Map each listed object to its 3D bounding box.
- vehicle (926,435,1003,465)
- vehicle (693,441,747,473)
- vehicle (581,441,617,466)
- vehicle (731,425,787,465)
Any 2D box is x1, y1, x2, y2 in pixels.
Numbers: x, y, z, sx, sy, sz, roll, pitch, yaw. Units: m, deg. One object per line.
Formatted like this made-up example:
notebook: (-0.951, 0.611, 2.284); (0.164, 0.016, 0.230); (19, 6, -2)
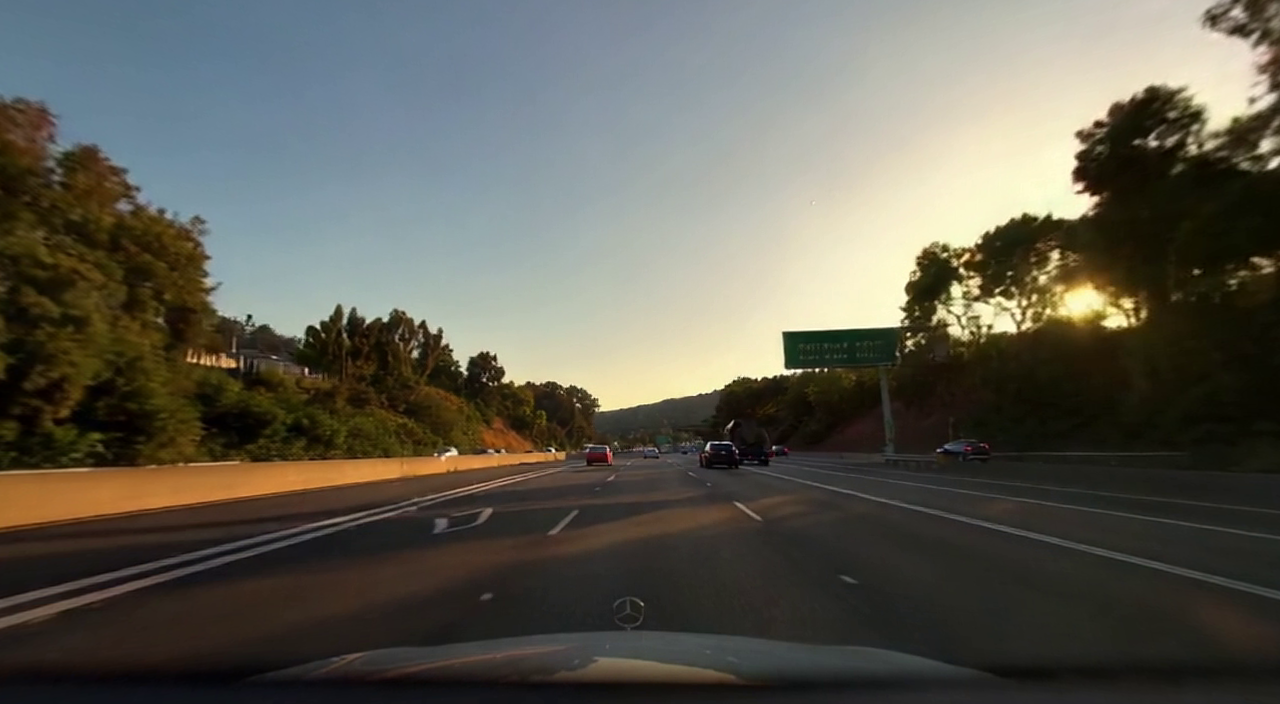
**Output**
vehicle: (23.297, 7.039, 45.554); (2.221, 1.995, 5.803); (0, -9, -3)
vehicle: (3.966, 5.300, 32.137); (2.080, 1.493, 4.674); (0, -8, -1)
vehicle: (-2.682, 6.730, 42.059); (2.060, 1.587, 4.093); (0, -9, 1)
vehicle: (8.170, 6.496, 43.938); (2.729, 2.628, 4.875); (0, -9, -2)
